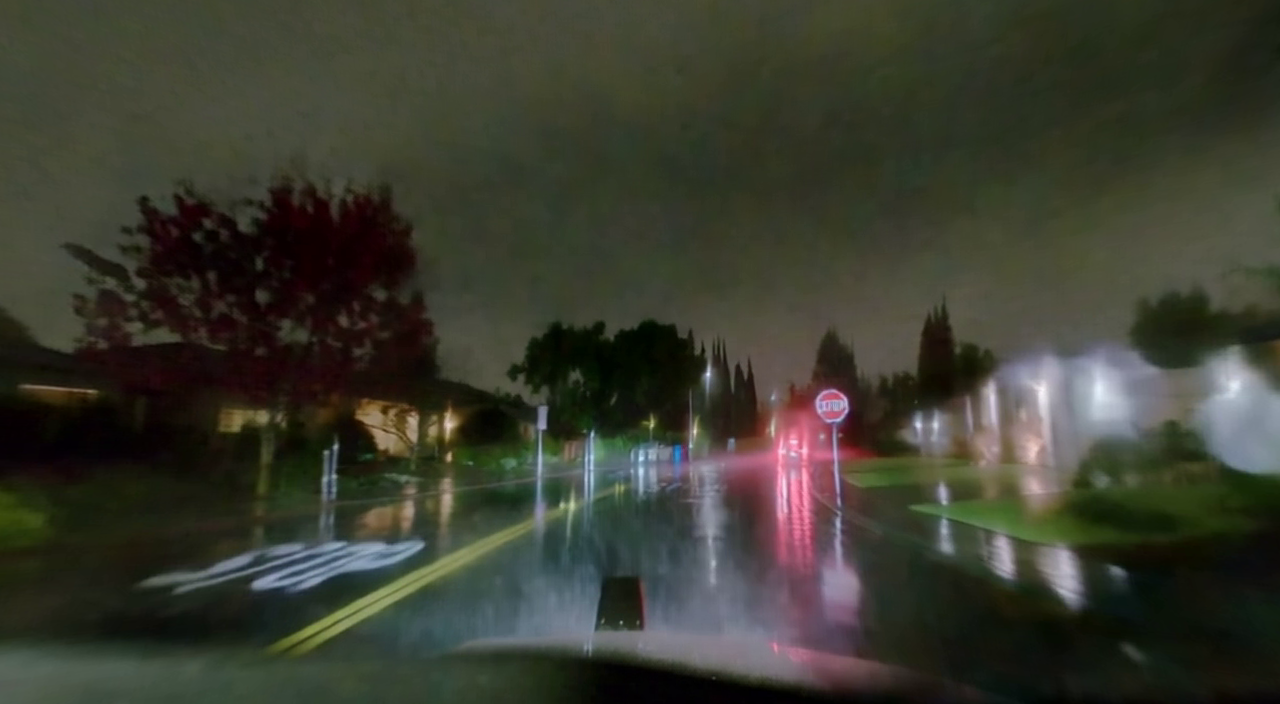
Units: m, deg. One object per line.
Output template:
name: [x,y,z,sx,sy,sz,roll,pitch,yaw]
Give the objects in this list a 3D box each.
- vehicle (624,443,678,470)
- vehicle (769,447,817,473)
vehicle: [0.826,7.161,43.379,2.030,1.696,4.828,-4,-10,24]
vehicle: [9.287,6.464,38.039,2.045,1.478,4.914,-4,-9,21]
